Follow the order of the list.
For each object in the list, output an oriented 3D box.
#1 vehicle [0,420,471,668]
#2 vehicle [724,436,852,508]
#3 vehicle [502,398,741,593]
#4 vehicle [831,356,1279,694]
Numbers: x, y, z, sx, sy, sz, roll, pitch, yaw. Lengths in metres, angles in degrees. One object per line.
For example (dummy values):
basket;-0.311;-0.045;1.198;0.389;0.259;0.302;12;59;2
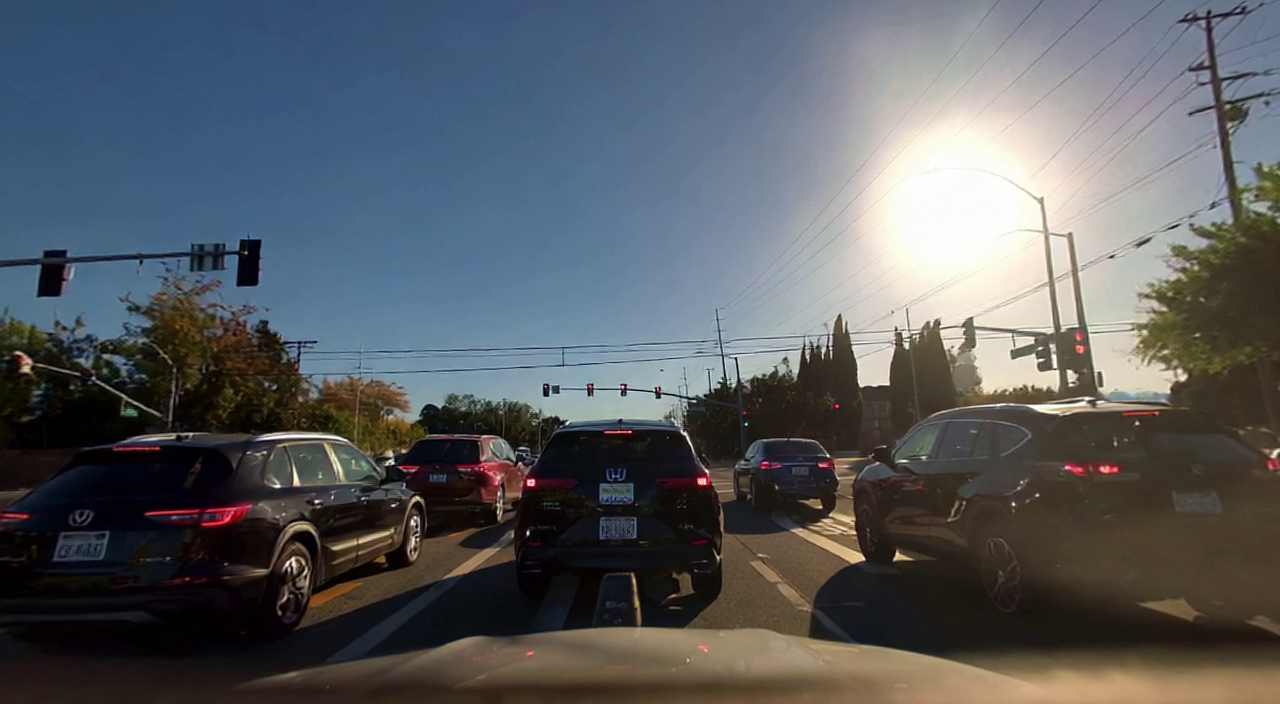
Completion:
vehicle;-3.192;1.493;6.088;1.881;1.466;4.484;0;-9;0
vehicle;3.368;2.831;15.361;1.949;1.479;4.489;0;-9;-1
vehicle;-0.138;1.578;7.701;2.111;1.712;4.078;0;-9;1
vehicle;3.518;1.257;5.737;1.999;1.789;4.583;0;-9;-1
